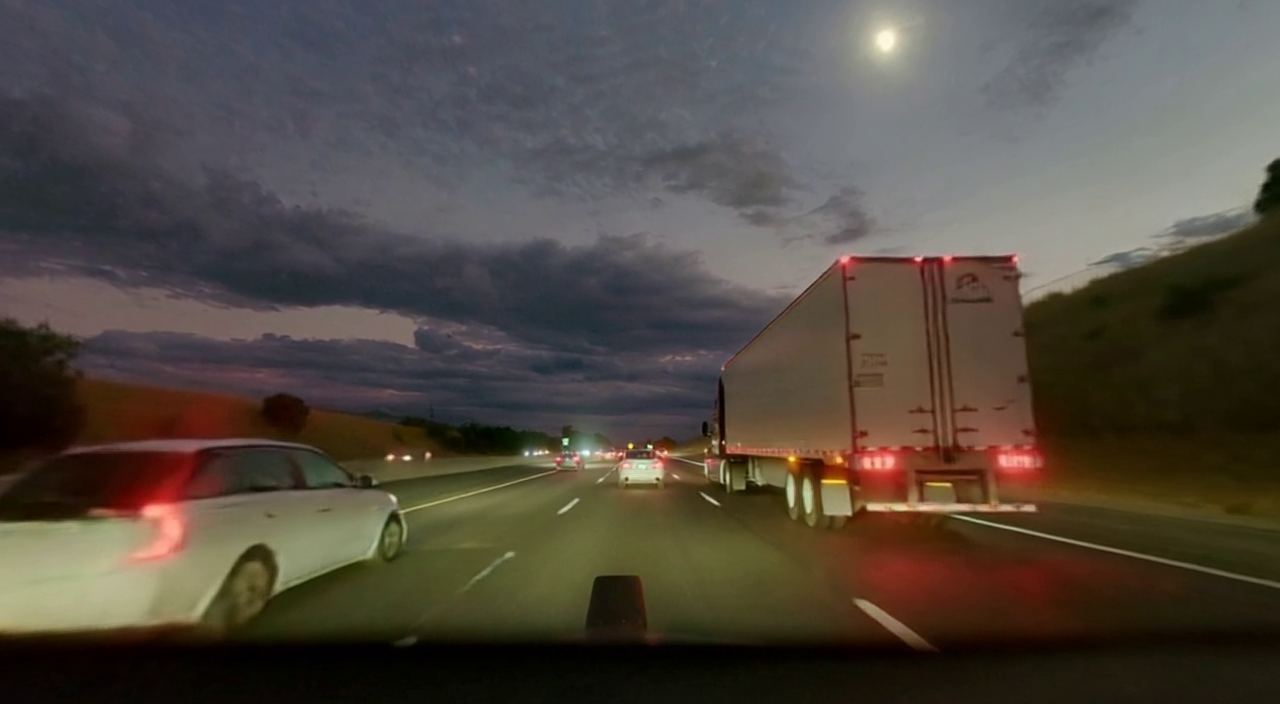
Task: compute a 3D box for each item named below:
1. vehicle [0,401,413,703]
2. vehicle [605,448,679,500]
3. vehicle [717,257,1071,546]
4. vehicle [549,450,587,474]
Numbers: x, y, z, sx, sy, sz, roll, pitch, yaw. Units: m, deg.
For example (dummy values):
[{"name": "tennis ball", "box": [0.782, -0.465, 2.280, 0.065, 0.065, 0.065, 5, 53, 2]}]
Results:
[{"name": "vehicle", "box": [-3.714, 1.359, 5.003, 2.153, 1.581, 4.375, 0, -9, 0]}, {"name": "vehicle", "box": [0.033, 3.667, 19.308, 2.023, 1.400, 4.028, 0, -9, -1]}, {"name": "vehicle", "box": [4.398, 1.744, 16.053, 2.905, 4.109, 14.332, 0, -9, -1]}, {"name": "vehicle", "box": [-4.554, 7.043, 40.594, 2.017, 1.460, 4.382, 0, -9, -1]}]
